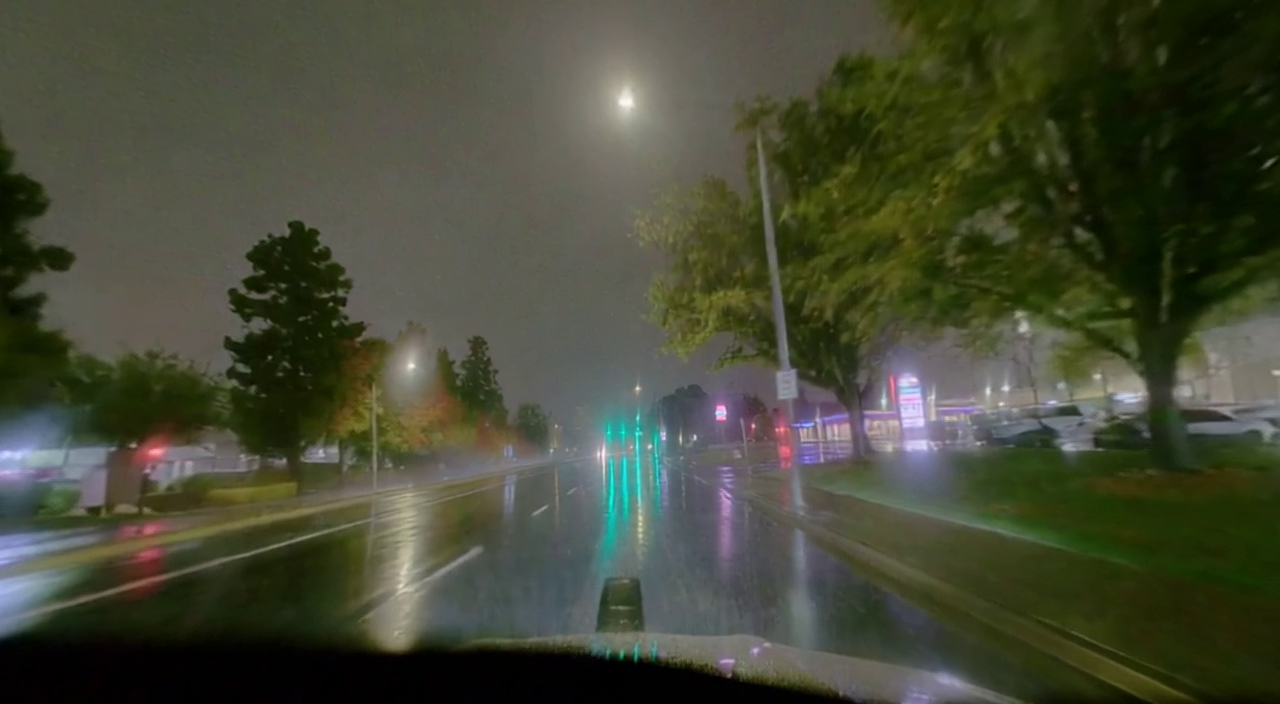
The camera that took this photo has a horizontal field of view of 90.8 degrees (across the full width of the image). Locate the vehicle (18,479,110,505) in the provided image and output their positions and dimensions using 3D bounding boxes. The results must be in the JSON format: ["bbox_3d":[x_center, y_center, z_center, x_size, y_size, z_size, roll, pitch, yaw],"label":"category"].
[{"bbox_3d":[-40.546,9.882,44.549,1.902,1.627,4.330,-12,-17,38],"label":"vehicle"}]
